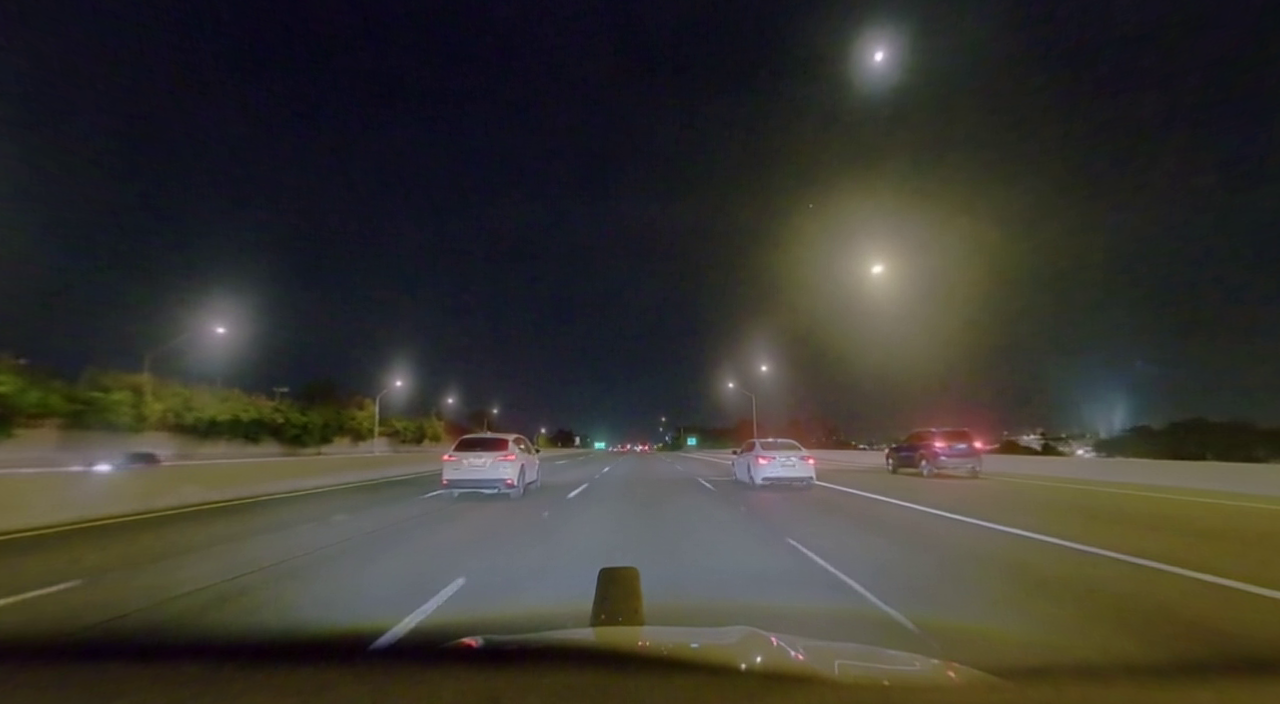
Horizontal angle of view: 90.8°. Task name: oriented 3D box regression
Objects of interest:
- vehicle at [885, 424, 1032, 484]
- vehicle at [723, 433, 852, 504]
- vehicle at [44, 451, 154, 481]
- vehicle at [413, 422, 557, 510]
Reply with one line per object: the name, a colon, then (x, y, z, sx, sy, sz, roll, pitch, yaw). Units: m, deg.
vehicle: (11.171, 3.637, 22.801, 2.223, 1.865, 5.704, 0, -8, -1)
vehicle: (3.603, 2.944, 16.497, 2.107, 1.550, 4.949, 0, -8, -1)
vehicle: (-30.465, 6.403, 35.792, 1.868, 1.496, 4.875, 0, -8, 0)
vehicle: (-3.407, 2.613, 14.928, 2.193, 1.746, 4.512, 0, -8, 1)
